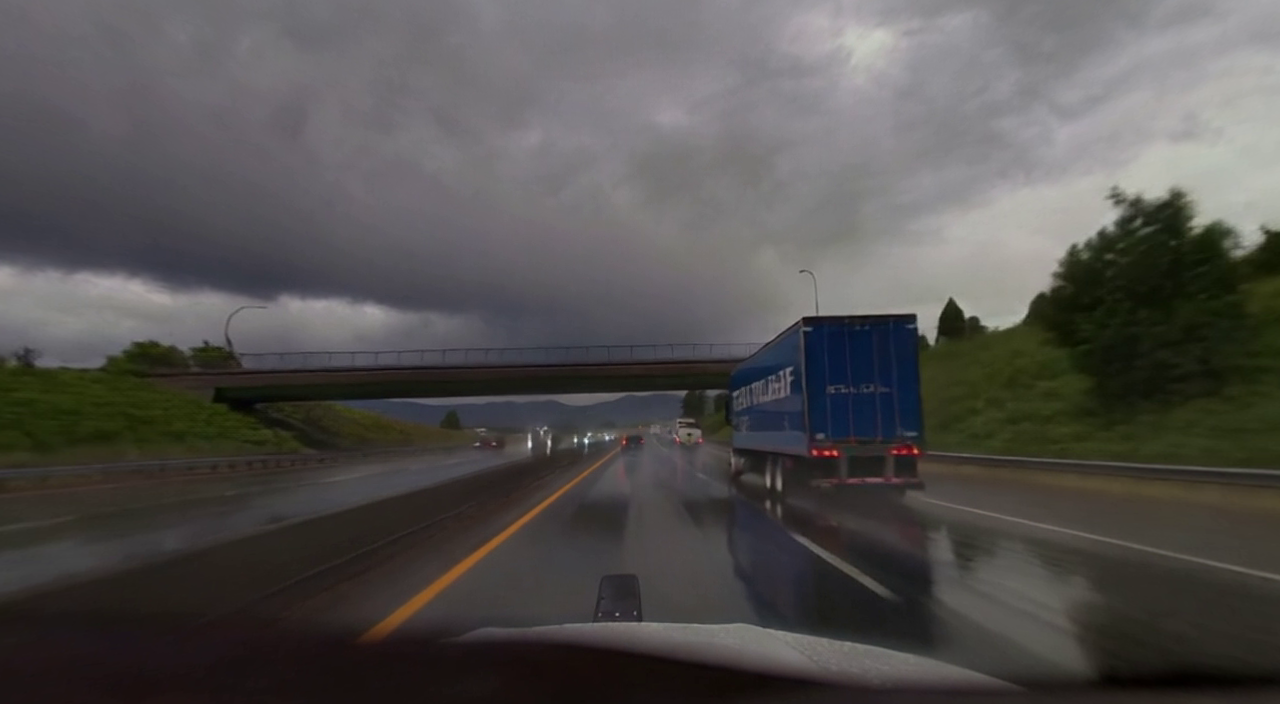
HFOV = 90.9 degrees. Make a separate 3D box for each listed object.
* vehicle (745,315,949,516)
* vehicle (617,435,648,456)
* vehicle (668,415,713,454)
[{"bbox_3d":[3.834,1.260,12.440,2.913,3.491,2.811,0,-7,-1],"label":"vehicle"},{"bbox_3d":[-0.487,6.355,43.060,1.996,1.325,4.029,0,-7,0],"label":"vehicle"},{"bbox_3d":[3.717,6.262,47.865,2.715,2.746,6.550,0,-7,-1],"label":"vehicle"}]
